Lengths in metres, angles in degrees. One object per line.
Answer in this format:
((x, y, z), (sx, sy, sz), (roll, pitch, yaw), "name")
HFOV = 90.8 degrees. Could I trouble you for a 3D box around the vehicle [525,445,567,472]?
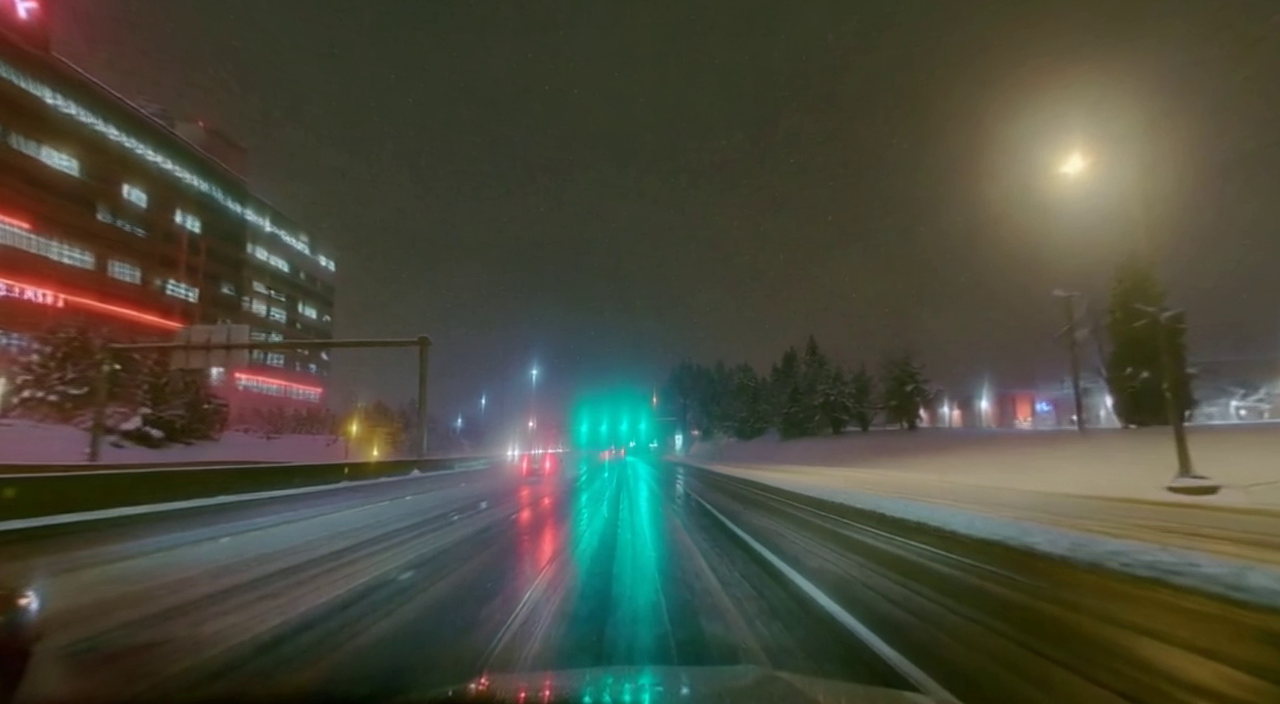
((-5.704, 6.514, 38.718), (1.943, 1.510, 4.201), (0, -9, -1), "vehicle")
